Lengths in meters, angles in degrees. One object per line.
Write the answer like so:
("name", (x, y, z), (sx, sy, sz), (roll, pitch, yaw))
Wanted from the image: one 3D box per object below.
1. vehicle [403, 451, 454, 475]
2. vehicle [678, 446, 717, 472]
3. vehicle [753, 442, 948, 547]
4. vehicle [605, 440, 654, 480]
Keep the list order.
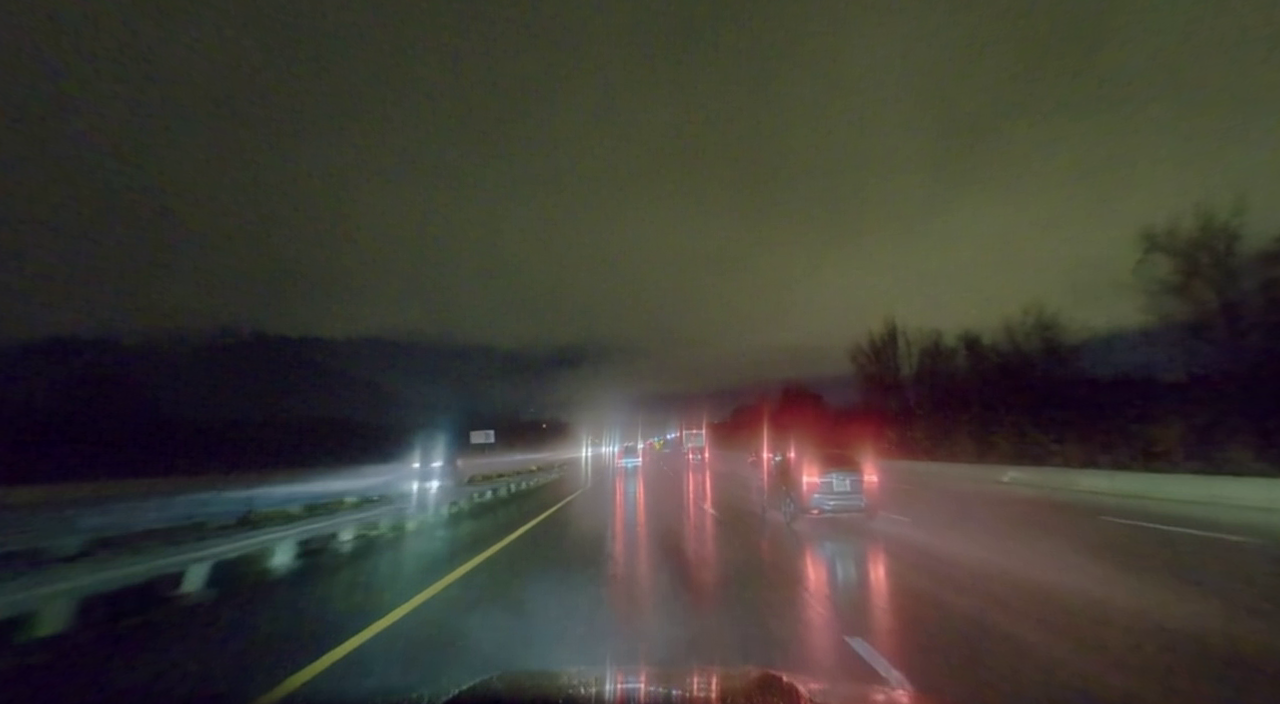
("vehicle", (-14.200, 7.480, 42.541), (1.884, 1.510, 4.230), (0, -9, 1))
("vehicle", (3.651, 6.888, 40.730), (2.047, 1.540, 4.294), (0, -9, 0))
("vehicle", (3.371, 2.347, 11.045), (2.004, 1.471, 4.032), (0, -9, 0))
("vehicle", (-0.447, 5.078, 29.893), (2.142, 1.724, 4.344), (0, -9, 0))
